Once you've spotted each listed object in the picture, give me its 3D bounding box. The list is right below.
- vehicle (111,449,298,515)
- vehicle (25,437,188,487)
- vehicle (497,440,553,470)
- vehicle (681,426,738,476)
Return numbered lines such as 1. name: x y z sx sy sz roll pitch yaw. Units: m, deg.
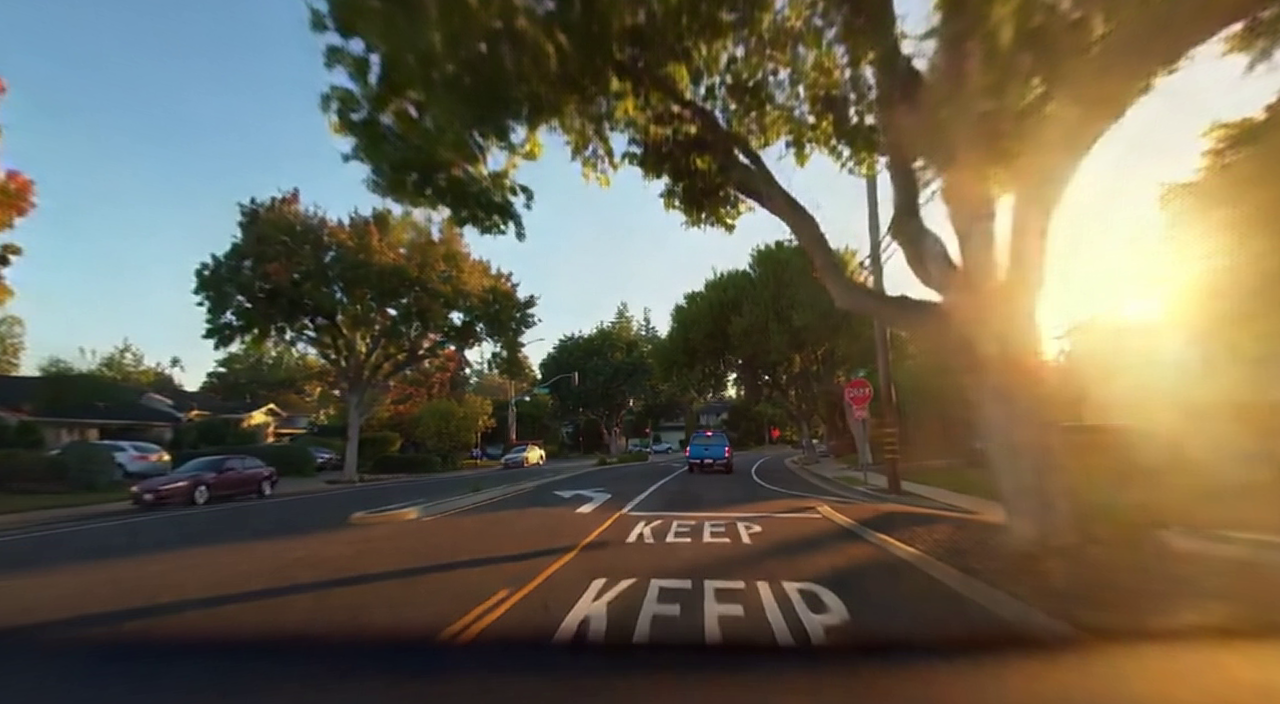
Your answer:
1. vehicle: -12.185 3.618 18.143 1.873 1.508 4.483 -2 -7 6
2. vehicle: -19.472 4.018 23.205 4.168 1.735 1.925 0 -9 0
3. vehicle: -7.836 7.031 43.535 2.053 1.822 4.852 -3 -7 12
4. vehicle: 3.093 4.260 27.325 2.153 1.942 4.767 -2 -9 9
